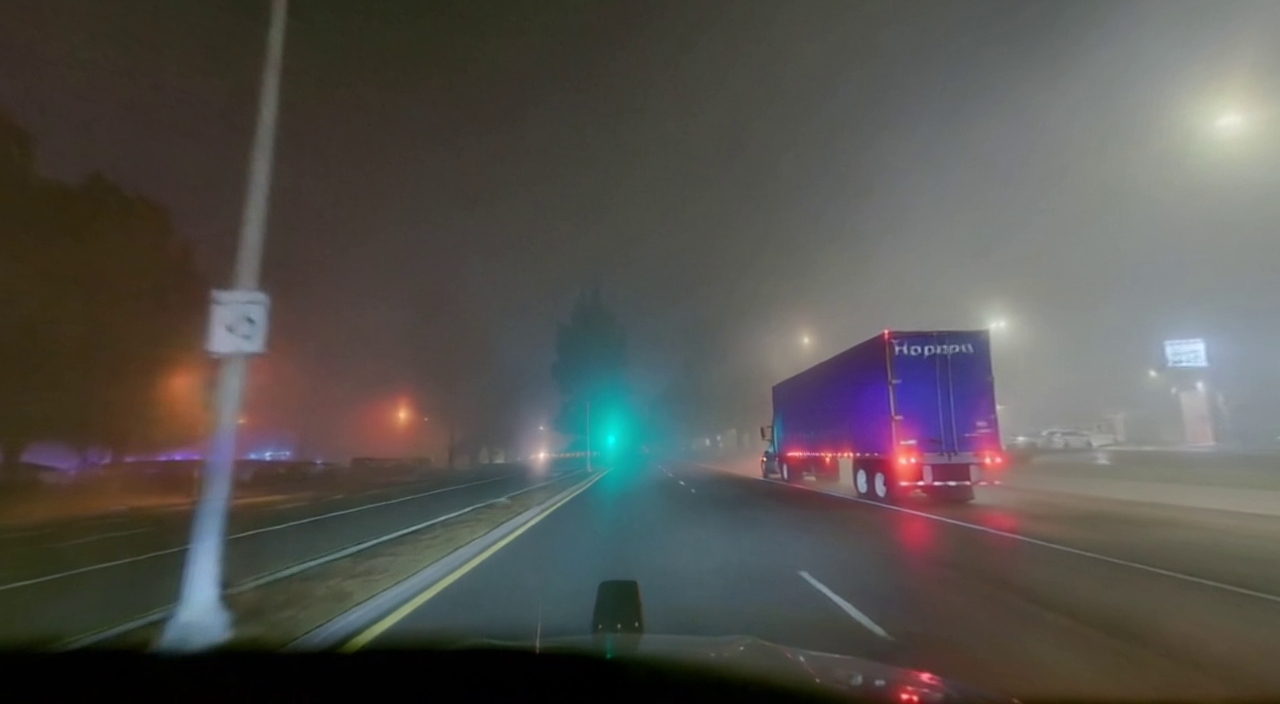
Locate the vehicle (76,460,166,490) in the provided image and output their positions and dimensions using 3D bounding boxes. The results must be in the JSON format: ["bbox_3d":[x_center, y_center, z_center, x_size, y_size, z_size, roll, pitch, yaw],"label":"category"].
[{"bbox_3d":[-33.931,8.047,41.498,1.963,1.756,4.606,0,-9,0],"label":"vehicle"}]

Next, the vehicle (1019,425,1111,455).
[{"bbox_3d":[32.401,6.716,48.318,5.310,2.217,2.276,0,-8,2],"label":"vehicle"}]

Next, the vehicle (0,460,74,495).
[{"bbox_3d":[-33.906,6.693,33.880,2.008,1.710,5.515,0,-9,0],"label":"vehicle"}]

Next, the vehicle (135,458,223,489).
[{"bbox_3d":[-30.313,7.965,41.769,1.995,1.773,4.984,-4,-10,1],"label":"vehicle"}]

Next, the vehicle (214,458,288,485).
[{"bbox_3d":[-27.930,8.573,45.617,2.037,1.764,5.556,0,-9,-4],"label":"vehicle"}]

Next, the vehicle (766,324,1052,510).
[{"bbox_3d":[6.605,2.164,18.654,3.120,3.794,11.510,0,-9,-1],"label":"vehicle"}]
